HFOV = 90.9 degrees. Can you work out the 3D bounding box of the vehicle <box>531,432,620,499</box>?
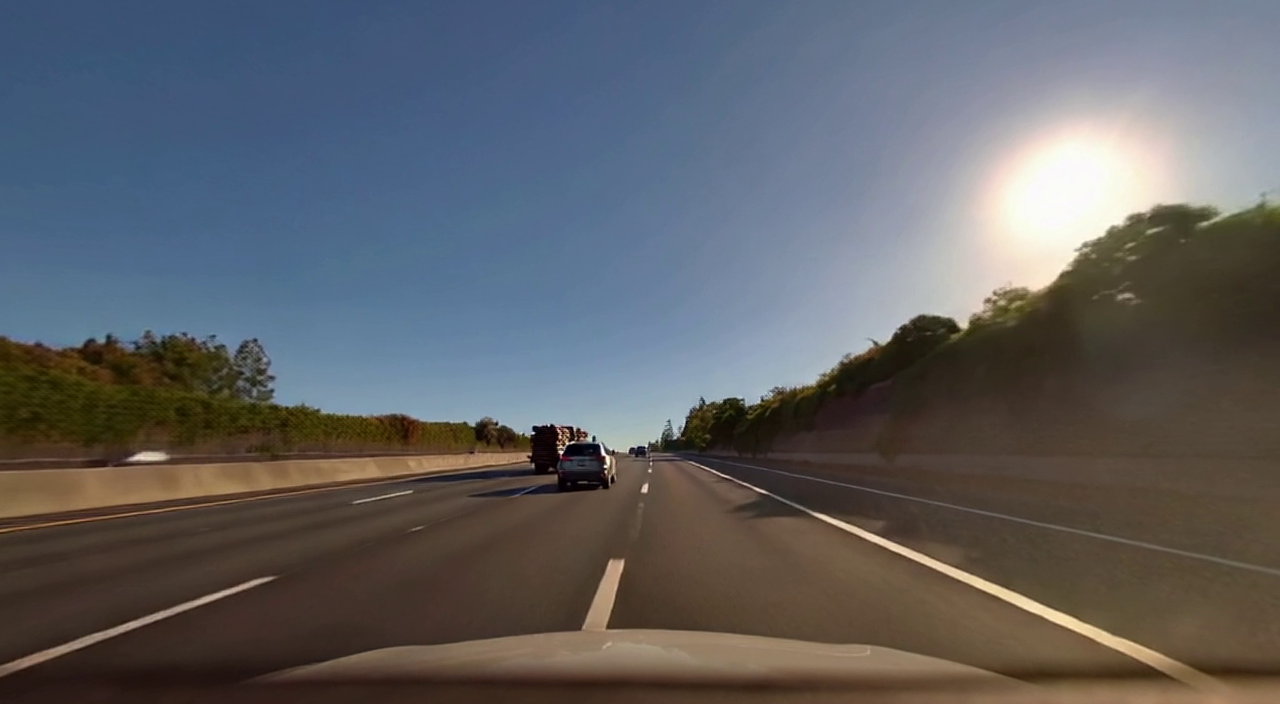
[{"bbox_3d":[-1.812,3.392,19.273,2.114,1.787,4.365,-1,-8,2],"label":"vehicle"}]
